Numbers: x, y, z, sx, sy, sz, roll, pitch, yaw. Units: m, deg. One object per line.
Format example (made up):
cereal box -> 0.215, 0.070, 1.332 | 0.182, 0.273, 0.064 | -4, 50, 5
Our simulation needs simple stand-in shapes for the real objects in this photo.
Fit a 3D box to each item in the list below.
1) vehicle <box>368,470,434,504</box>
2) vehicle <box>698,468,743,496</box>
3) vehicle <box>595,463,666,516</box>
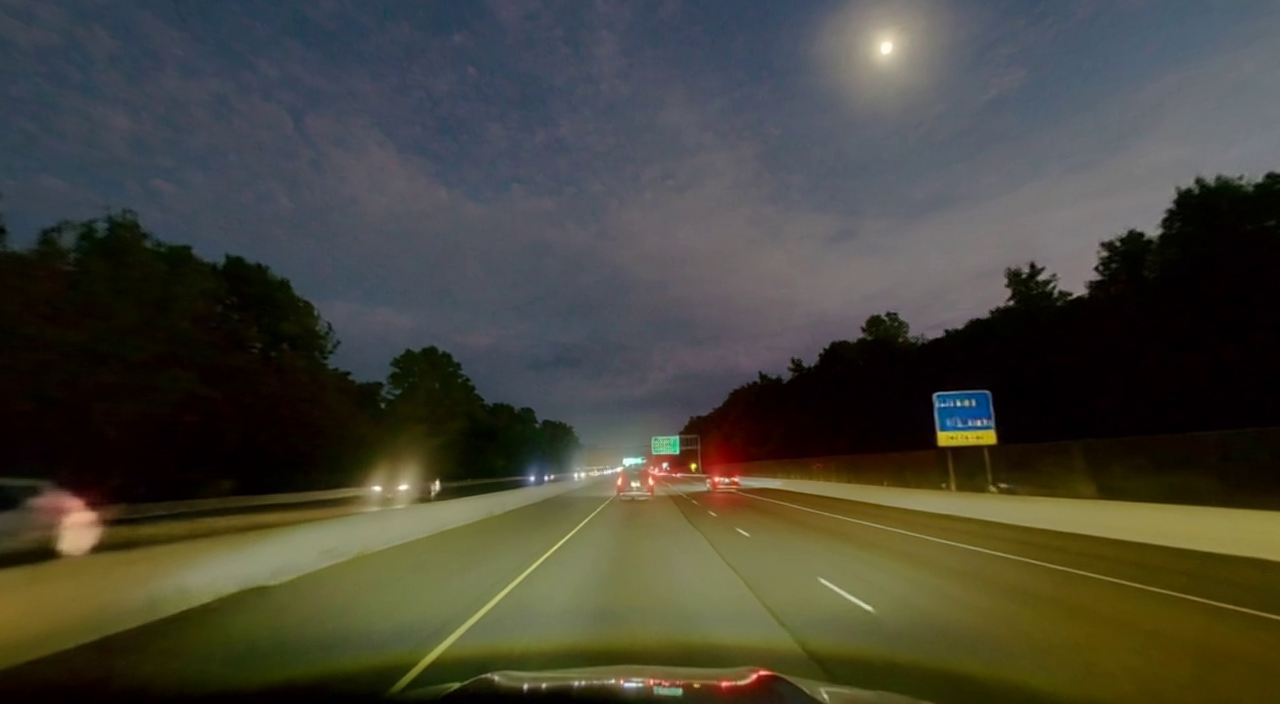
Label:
vehicle -> -12.322, 6.950, 32.760 | 1.856, 1.595, 3.945 | 1, -10, 0
vehicle -> 4.516, 7.373, 35.952 | 1.974, 1.476, 4.119 | 1, -10, -1
vehicle -> -0.287, 4.342, 20.178 | 2.060, 1.473, 3.726 | 1, -10, -1
